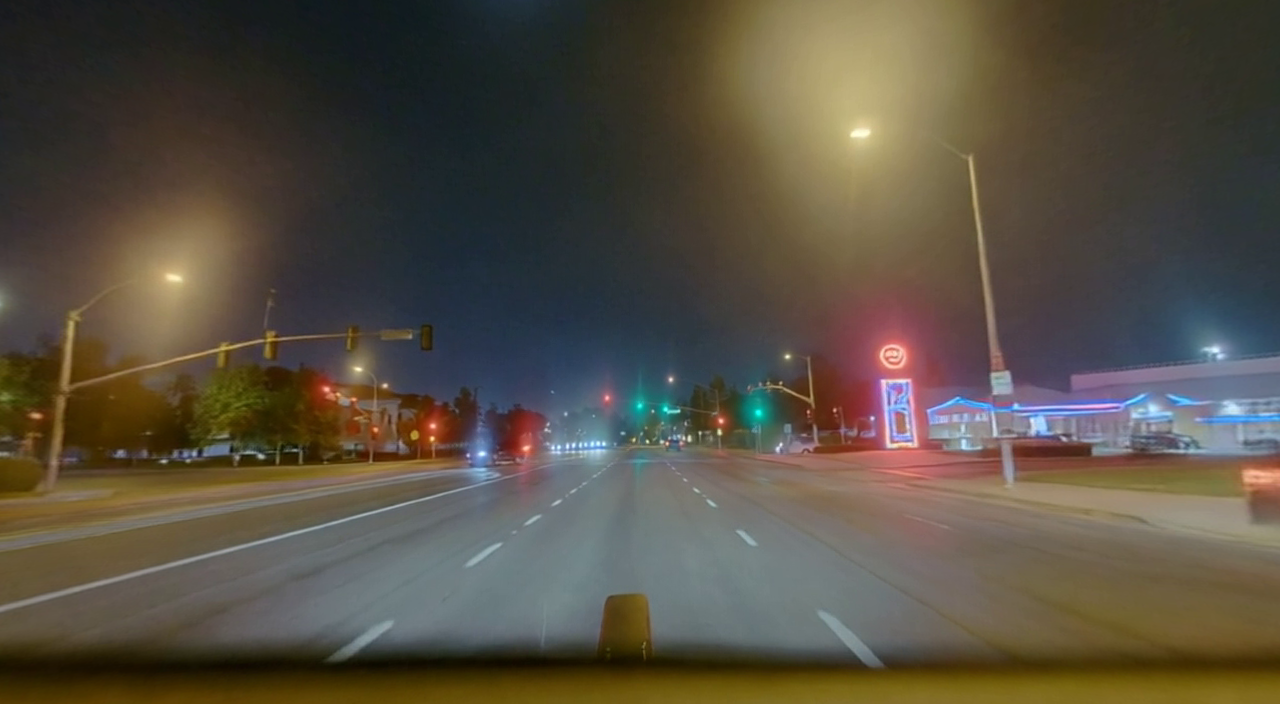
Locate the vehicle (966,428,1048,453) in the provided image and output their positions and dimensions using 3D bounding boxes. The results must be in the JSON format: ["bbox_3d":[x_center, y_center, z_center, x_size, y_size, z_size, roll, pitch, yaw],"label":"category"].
[{"bbox_3d":[22.402,5.409,38.469,4.694,1.481,1.884,4,-9,-25],"label":"vehicle"}]

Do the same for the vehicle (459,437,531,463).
[{"bbox_3d":[-10.806,7.306,46.924,4.938,1.863,2.162,-5,-9,27],"label":"vehicle"}]
